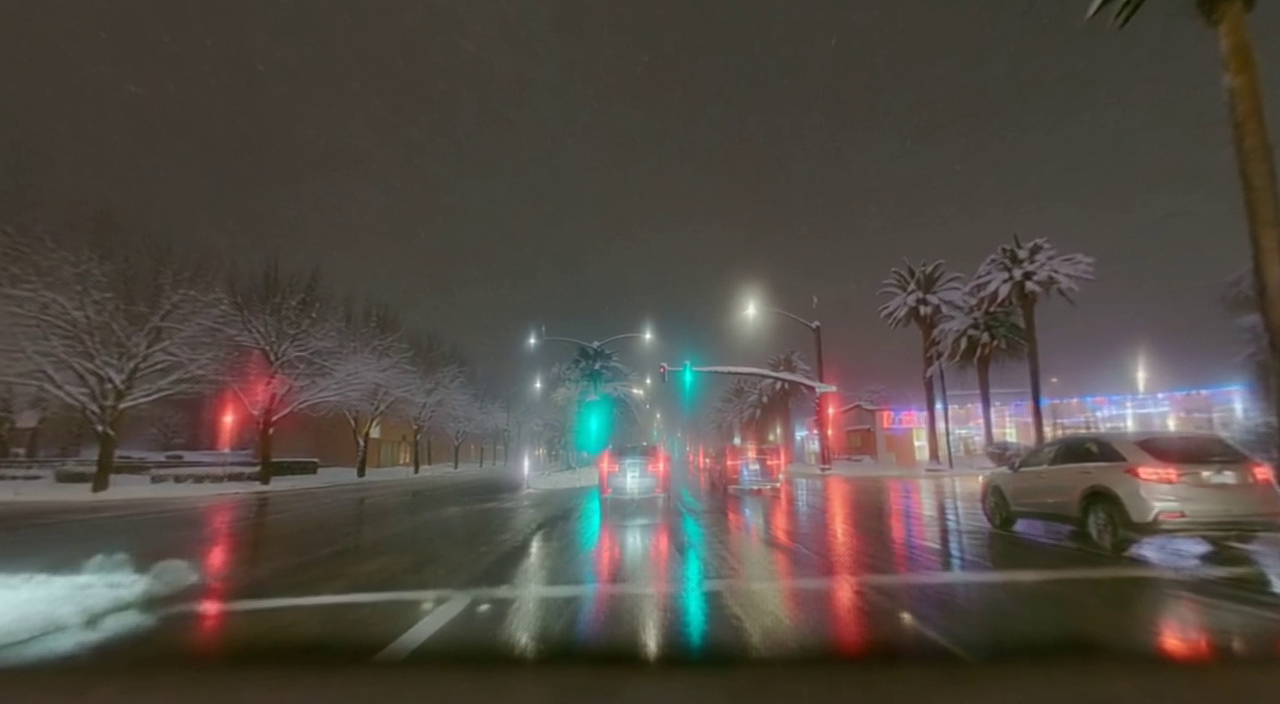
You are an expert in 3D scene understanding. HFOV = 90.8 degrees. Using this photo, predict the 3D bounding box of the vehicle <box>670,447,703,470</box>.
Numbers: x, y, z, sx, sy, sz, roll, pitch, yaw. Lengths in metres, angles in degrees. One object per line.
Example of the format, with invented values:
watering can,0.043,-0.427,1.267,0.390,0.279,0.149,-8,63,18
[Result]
vehicle,3.388,7.784,46.428,2.012,1.570,4.600,0,-8,-1

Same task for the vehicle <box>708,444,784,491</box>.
vehicle,3.728,4.109,22.919,1.892,1.532,4.177,0,-8,-2

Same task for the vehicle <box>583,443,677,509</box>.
vehicle,-0.269,3.110,16.337,2.110,1.487,3.873,0,-8,-1

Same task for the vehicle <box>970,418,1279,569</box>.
vehicle,6.923,1.890,9.199,1.940,1.674,4.085,0,-8,-1
